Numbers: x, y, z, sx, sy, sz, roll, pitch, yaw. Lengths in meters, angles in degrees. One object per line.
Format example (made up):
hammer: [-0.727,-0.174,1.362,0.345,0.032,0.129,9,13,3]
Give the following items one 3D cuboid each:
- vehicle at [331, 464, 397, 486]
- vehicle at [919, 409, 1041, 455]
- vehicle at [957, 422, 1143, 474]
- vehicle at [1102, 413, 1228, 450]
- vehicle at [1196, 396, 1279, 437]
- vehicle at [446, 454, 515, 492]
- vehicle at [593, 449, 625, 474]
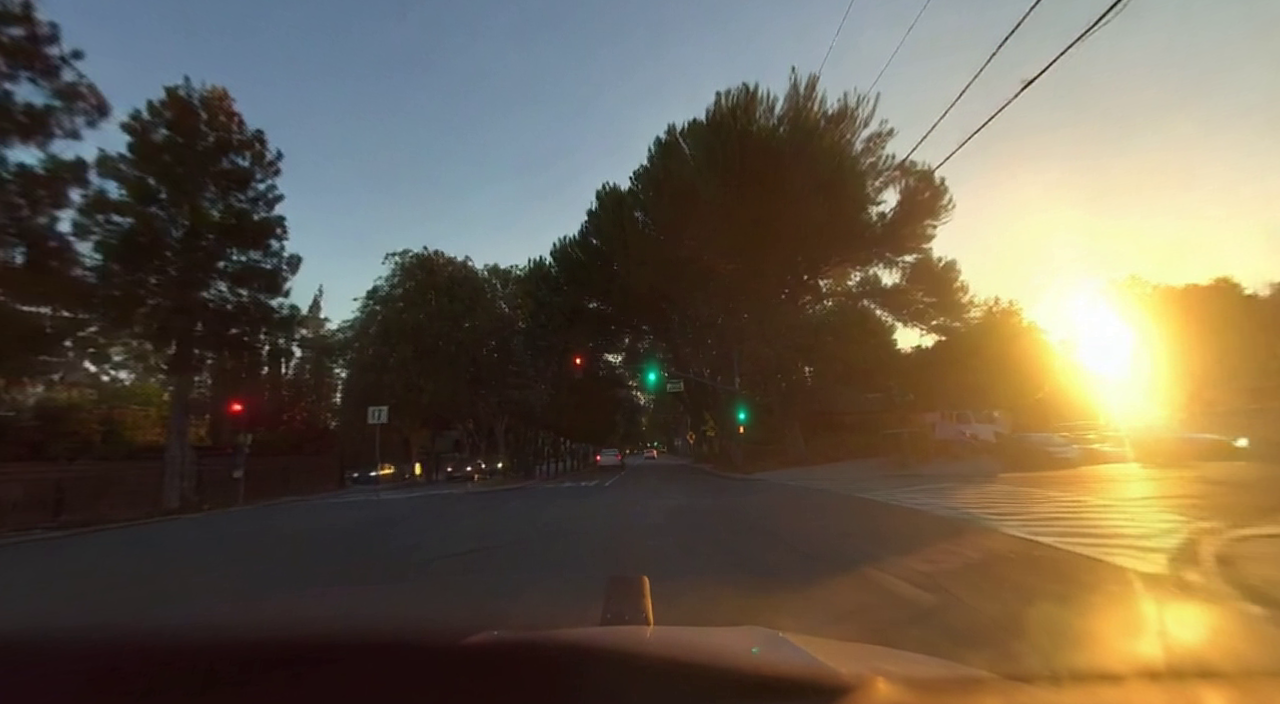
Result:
vehicle: [-19.455,8.647,44.506,3.819,1.403,1.812,-1,-9,-1]
vehicle: [16.574,3.956,30.941,4.656,2.065,2.129,-2,-9,2]
vehicle: [13.095,3.103,20.325,4.665,1.498,1.866,-1,-9,-3]
vehicle: [25.705,3.874,31.121,1.833,1.486,4.890,-4,-5,-3]
vehicle: [32.079,3.428,32.858,2.062,1.859,4.246,0,-9,-2]
vehicle: [-7.541,5.737,30.284,2.122,1.602,4.369,-1,-9,1]
vehicle: [-2.314,8.183,47.411,2.084,1.701,4.734,-1,-9,1]
